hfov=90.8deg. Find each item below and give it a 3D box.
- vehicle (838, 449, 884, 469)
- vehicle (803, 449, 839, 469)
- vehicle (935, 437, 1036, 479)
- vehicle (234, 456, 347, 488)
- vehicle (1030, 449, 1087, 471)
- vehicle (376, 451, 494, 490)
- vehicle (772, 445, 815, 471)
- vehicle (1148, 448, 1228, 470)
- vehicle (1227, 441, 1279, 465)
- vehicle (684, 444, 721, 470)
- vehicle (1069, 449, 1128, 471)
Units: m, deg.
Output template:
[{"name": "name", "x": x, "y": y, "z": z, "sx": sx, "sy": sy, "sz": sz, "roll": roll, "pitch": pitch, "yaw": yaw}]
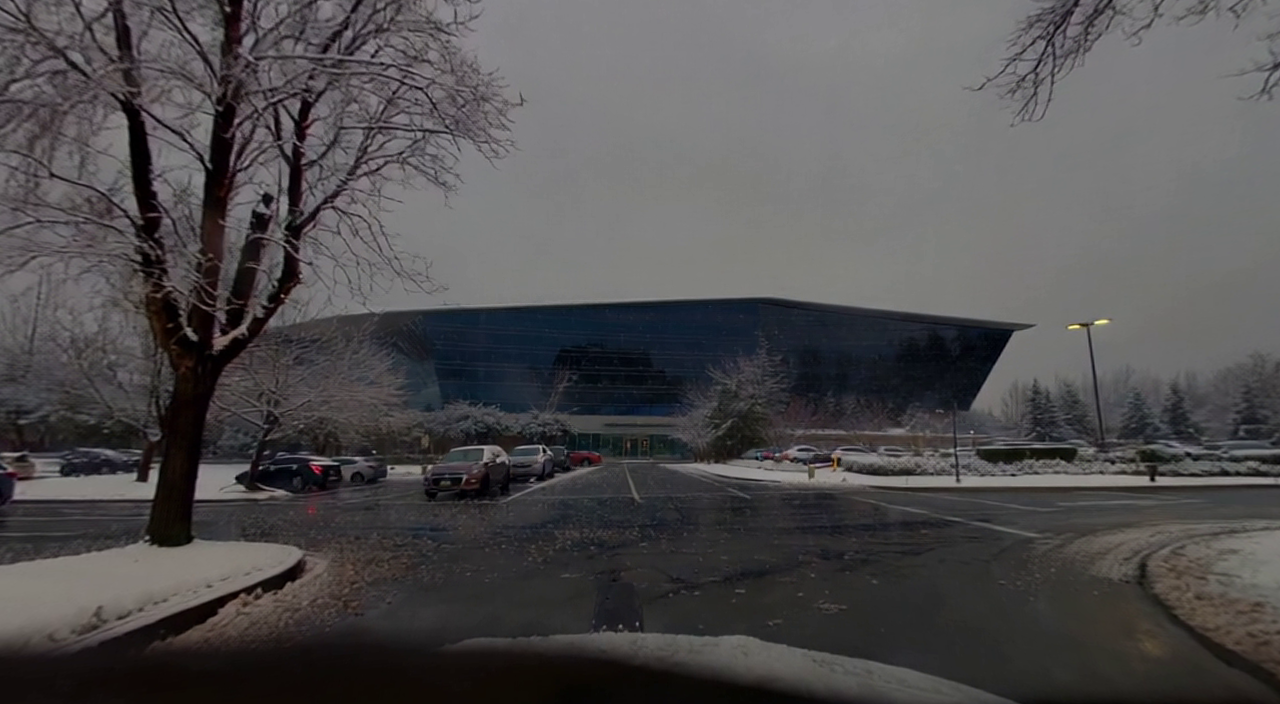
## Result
[{"name": "vehicle", "x": 17.076, "y": 8.260, "z": 49.005, "sx": 1.971, "sy": 1.478, "sz": 4.477, "roll": 0, "pitch": -9, "yaw": 1}, {"name": "vehicle", "x": 14.178, "y": 8.347, "z": 49.614, "sx": 1.935, "sy": 1.477, "sz": 3.719, "roll": 0, "pitch": -9, "yaw": 3}, {"name": "vehicle", "x": 16.475, "y": 5.064, "z": 30.482, "sx": 2.048, "sy": 1.852, "sz": 4.998, "roll": 0, "pitch": -9, "yaw": 0}, {"name": "vehicle", "x": -16.708, "y": 5.722, "z": 30.336, "sx": 4.331, "sy": 1.437, "sz": 1.876, "roll": 0, "pitch": -9, "yaw": 3}, {"name": "vehicle", "x": 28.341, "y": 7.317, "z": 42.910, "sx": 1.495, "sy": 1.371, "sz": 3.336, "roll": -1, "pitch": -9, "yaw": -1}, {"name": "vehicle", "x": -8.701, "y": 4.995, "z": 26.879, "sx": 4.442, "sy": 1.504, "sz": 1.809, "roll": 5, "pitch": -10, "yaw": -28}, {"name": "vehicle", "x": 10.530, "y": 7.267, "z": 43.661, "sx": 1.936, "sy": 1.673, "sz": 4.305, "roll": 0, "pitch": -8, "yaw": 0}, {"name": "vehicle", "x": 37.013, "y": 7.197, "z": 42.817, "sx": 1.678, "sy": 1.423, "sz": 4.191, "roll": 0, "pitch": -9, "yaw": 0}, {"name": "vehicle", "x": 43.053, "y": 6.892, "z": 43.049, "sx": 1.758, "sy": 1.572, "sz": 4.421, "roll": 0, "pitch": -9, "yaw": 1}, {"name": "vehicle", "x": 4.610, "y": 7.787, "z": 47.218, "sx": 2.262, "sy": 1.794, "sz": 5.331, "roll": 0, "pitch": -8, "yaw": 1}, {"name": "vehicle", "x": 31.322, "y": 7.364, "z": 43.265, "sx": 1.519, "sy": 1.371, "sz": 3.278, "roll": 0, "pitch": -9, "yaw": 0}]
